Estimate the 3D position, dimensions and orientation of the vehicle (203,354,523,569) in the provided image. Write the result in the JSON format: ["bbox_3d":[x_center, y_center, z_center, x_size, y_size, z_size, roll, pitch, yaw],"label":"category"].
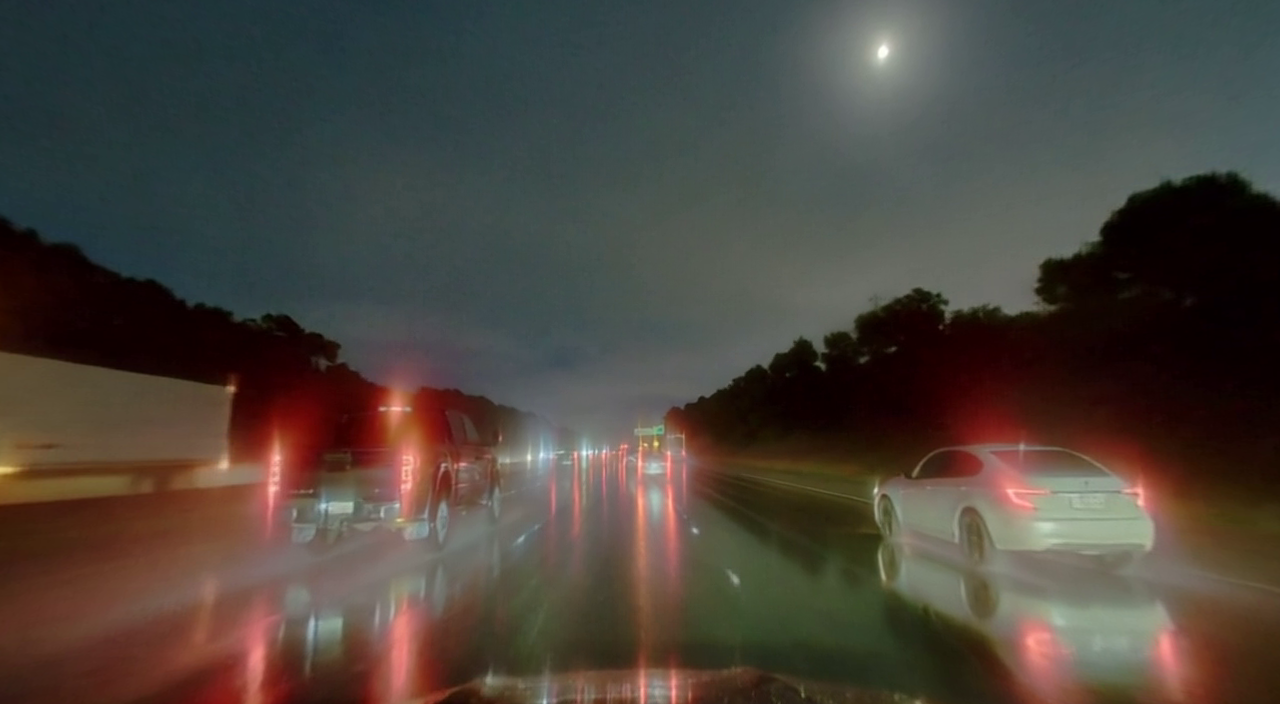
[{"bbox_3d":[-3.743,1.714,10.307,2.523,2.458,6.022,0,-9,0],"label":"vehicle"}]

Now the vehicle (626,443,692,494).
[{"bbox_3d":[0.564,3.946,21.571,2.015,1.526,4.286,0,-9,-1],"label":"vehicle"}]

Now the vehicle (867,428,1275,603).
[{"bbox_3d":[4.505,1.736,7.533,1.961,1.491,4.035,0,-9,-1],"label":"vehicle"}]

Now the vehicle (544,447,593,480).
[{"bbox_3d":[-3.544,5.596,31.783,1.940,1.502,4.463,0,-9,0],"label":"vehicle"}]

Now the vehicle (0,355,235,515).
[{"bbox_3d":[-17.694,2.362,17.450,2.916,4.023,14.198,-1,-9,2],"label":"vehicle"}]
